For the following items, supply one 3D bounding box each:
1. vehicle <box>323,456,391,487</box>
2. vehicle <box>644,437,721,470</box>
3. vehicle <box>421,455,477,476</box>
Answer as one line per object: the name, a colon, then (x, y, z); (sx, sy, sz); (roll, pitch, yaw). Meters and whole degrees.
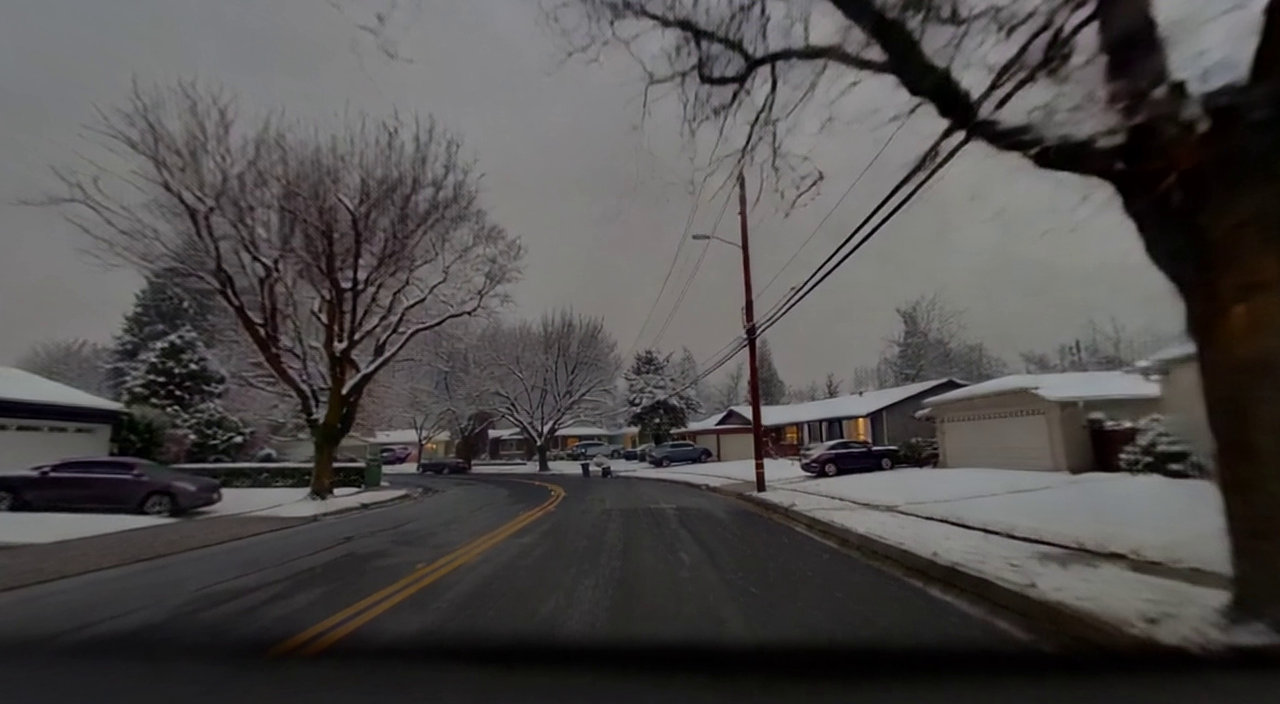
vehicle: (-17.227, 7.214, 38.389); (3.897, 1.493, 1.942); (-3, -6, 34)
vehicle: (2.736, 6.474, 40.514); (4.459, 1.738, 1.930); (0, -8, -28)
vehicle: (-14.627, 8.649, 48.355); (4.019, 1.484, 1.978); (-6, -10, 33)
